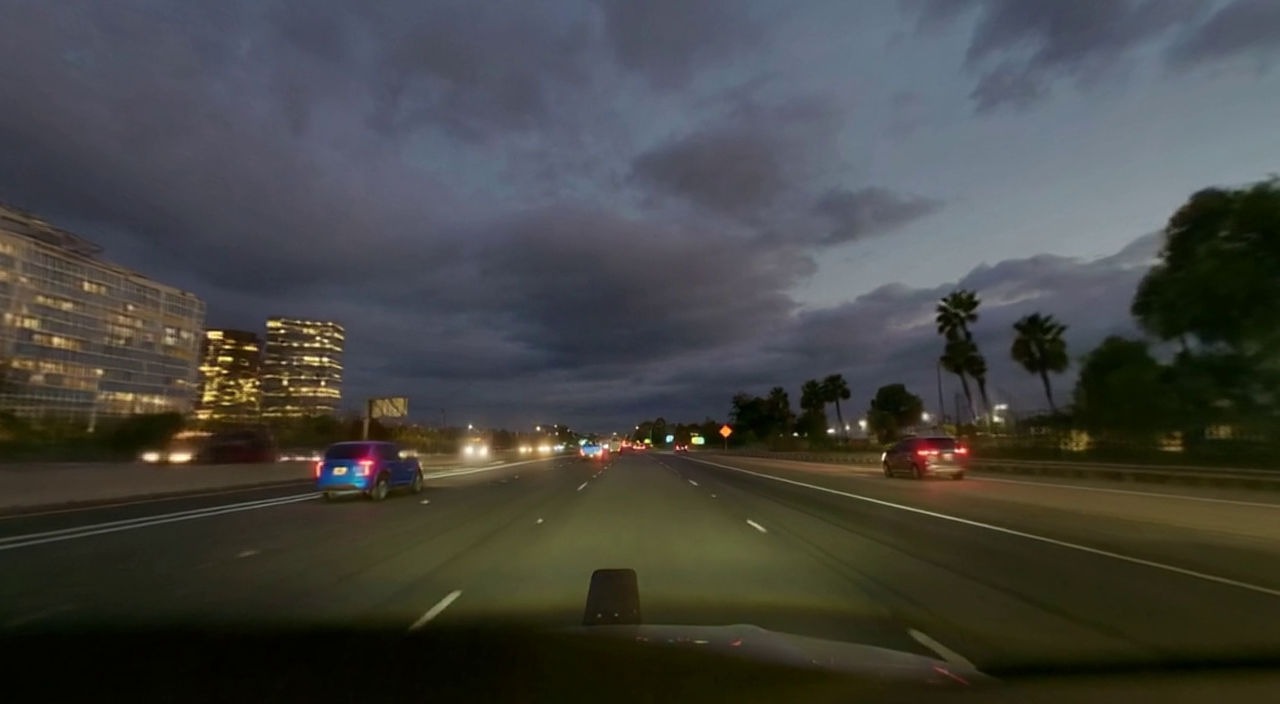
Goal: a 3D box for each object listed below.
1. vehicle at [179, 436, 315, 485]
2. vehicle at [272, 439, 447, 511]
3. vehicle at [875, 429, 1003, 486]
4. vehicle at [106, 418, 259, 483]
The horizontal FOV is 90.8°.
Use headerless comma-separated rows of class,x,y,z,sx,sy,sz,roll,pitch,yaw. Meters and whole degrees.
vehicle,-14.832,4.124,24.269,2.129,1.694,4.761,0,-9,0
vehicle,-6.622,2.953,15.717,2.018,1.480,4.999,0,-9,1
vehicle,10.338,3.693,22.315,2.168,1.792,4.457,0,-9,-3
vehicle,-24.687,5.400,34.713,2.883,3.110,7.219,0,-9,0
